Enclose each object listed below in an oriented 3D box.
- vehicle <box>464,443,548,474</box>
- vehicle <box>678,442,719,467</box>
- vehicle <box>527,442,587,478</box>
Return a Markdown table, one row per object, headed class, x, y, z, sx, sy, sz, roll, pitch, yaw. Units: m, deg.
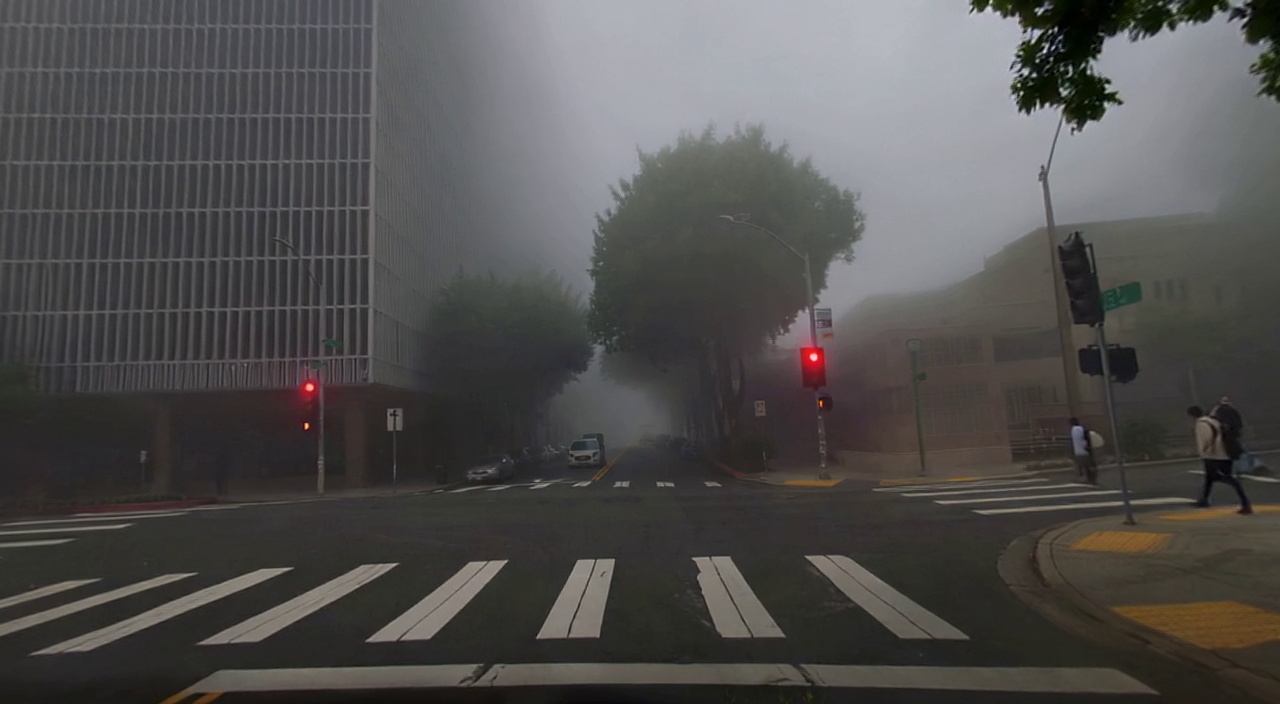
| class | x | y | z | sx | sy | sz | roll | pitch | yaw |
| --- | --- | --- | --- | --- | --- | --- | --- | --- | --- |
| vehicle | -8.023 | 6.358 | 38.019 | 1.963 | 1.726 | 4.526 | -8 | -12 | 44 |
| vehicle | 3.546 | 6.276 | 38.864 | 1.853 | 1.426 | 4.160 | 1 | -8 | -3 |
| vehicle | -3.669 | 4.844 | 28.638 | 1.989 | 1.481 | 4.500 | 0 | -8 | 1 |
